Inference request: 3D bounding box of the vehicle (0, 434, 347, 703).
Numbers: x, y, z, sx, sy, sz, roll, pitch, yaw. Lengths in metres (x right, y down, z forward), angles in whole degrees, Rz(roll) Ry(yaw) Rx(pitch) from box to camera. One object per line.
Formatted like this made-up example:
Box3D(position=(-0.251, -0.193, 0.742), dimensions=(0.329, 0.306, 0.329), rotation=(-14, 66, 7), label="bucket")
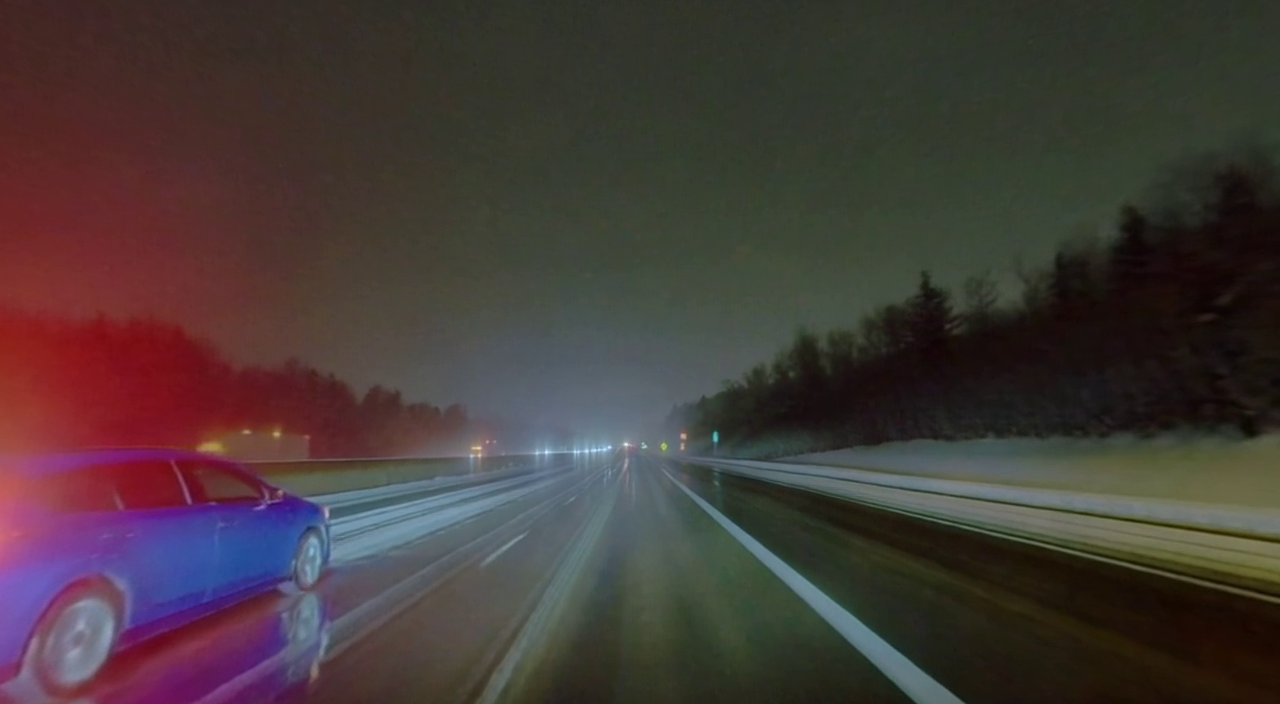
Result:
Box3D(position=(-3.957, 1.353, 4.395), dimensions=(1.935, 1.479, 3.787), rotation=(0, -9, 1), label="vehicle")
